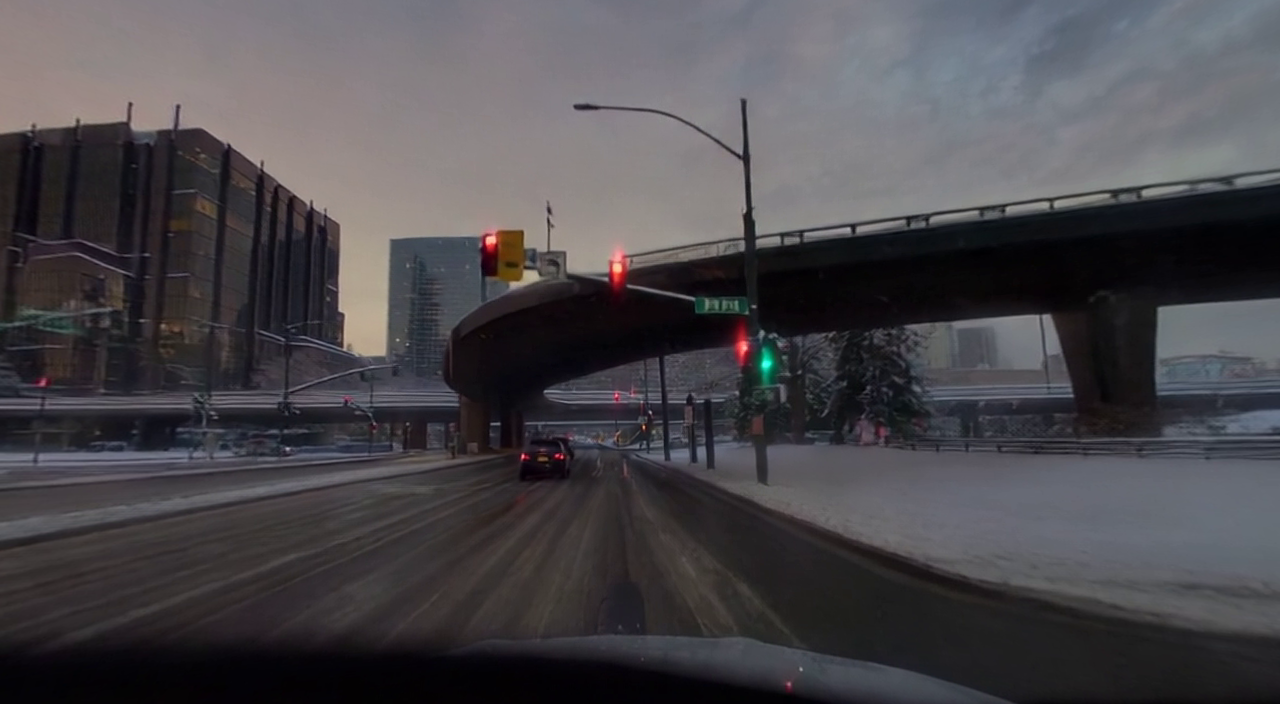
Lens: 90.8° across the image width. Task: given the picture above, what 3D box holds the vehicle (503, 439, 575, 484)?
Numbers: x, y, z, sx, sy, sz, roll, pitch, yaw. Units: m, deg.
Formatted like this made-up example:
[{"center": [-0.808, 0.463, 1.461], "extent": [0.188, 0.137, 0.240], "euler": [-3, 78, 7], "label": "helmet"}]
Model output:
[{"center": [-3.634, 4.033, 23.514], "extent": [2.154, 1.465, 4.532], "euler": [1, -9, -3], "label": "vehicle"}]
